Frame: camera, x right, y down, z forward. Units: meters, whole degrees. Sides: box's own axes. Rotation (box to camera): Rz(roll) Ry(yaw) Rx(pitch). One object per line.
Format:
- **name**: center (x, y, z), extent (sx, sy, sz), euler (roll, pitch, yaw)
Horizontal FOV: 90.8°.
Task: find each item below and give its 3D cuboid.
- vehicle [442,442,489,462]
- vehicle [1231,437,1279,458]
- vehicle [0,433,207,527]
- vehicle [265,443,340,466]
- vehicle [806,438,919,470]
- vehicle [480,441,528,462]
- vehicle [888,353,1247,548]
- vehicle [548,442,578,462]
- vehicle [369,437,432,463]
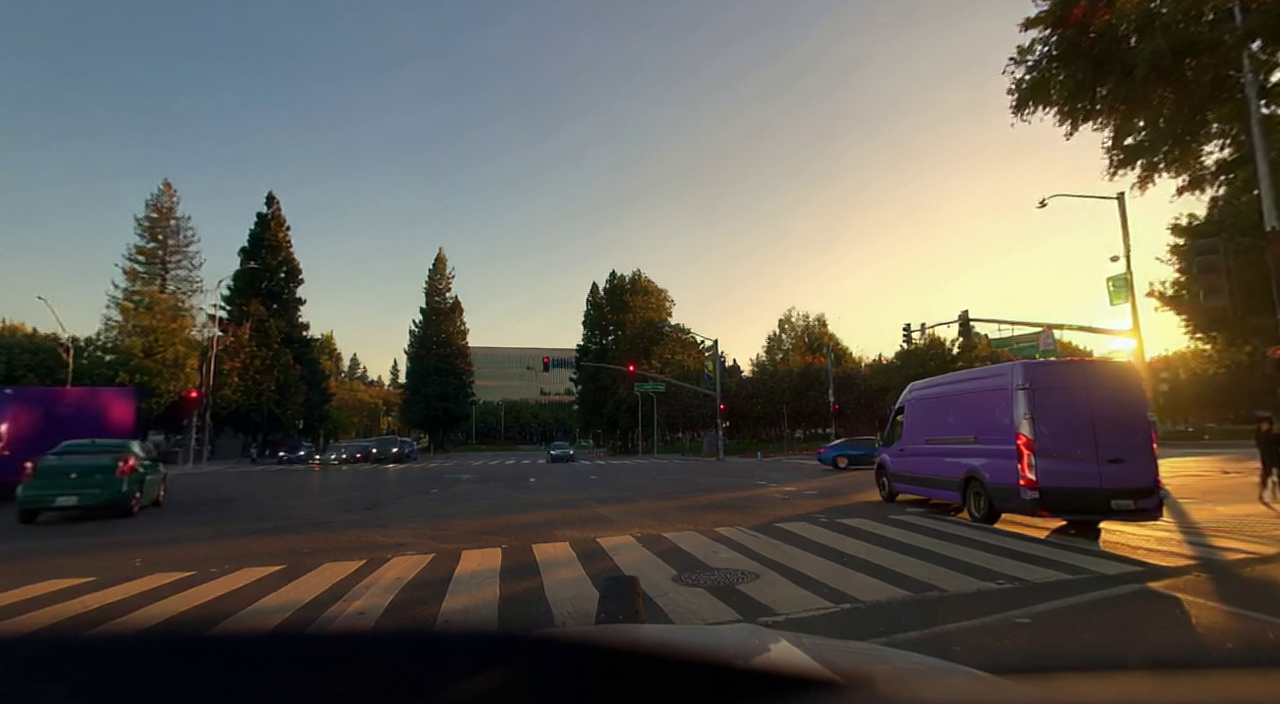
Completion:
- **vehicle**: center (-13.145, 7.591, 47.860), extent (1.845, 1.426, 4.289), euler (-1, -9, 8)
- **vehicle**: center (45.922, 7.036, 46.610), extent (4.458, 1.469, 1.851), euler (4, -10, -27)
- **vehicle**: center (-10.393, 2.407, 12.494), extent (1.993, 1.496, 4.524), euler (3, -9, -22)
- **vehicle**: center (-21.803, 6.647, 41.019), extent (1.859, 1.415, 4.591), euler (-1, -9, 8)
- **vehicle**: center (10.956, 5.059, 31.451), extent (4.846, 1.487, 2.086), euler (-1, -9, 4)
- **vehicle**: center (-10.109, 7.469, 47.410), extent (2.097, 1.484, 4.596), euler (-1, -9, 7)
- **vehicle**: center (6.556, 1.650, 10.872), extent (2.332, 2.511, 5.326), euler (0, -9, 0)
- **vehicle**: center (-5.777, 7.554, 47.934), extent (1.907, 1.409, 3.909), euler (0, -9, -2)
- **vehicle**: center (-17.345, 7.155, 46.016), extent (2.189, 1.753, 4.785), euler (-1, -9, 8)
